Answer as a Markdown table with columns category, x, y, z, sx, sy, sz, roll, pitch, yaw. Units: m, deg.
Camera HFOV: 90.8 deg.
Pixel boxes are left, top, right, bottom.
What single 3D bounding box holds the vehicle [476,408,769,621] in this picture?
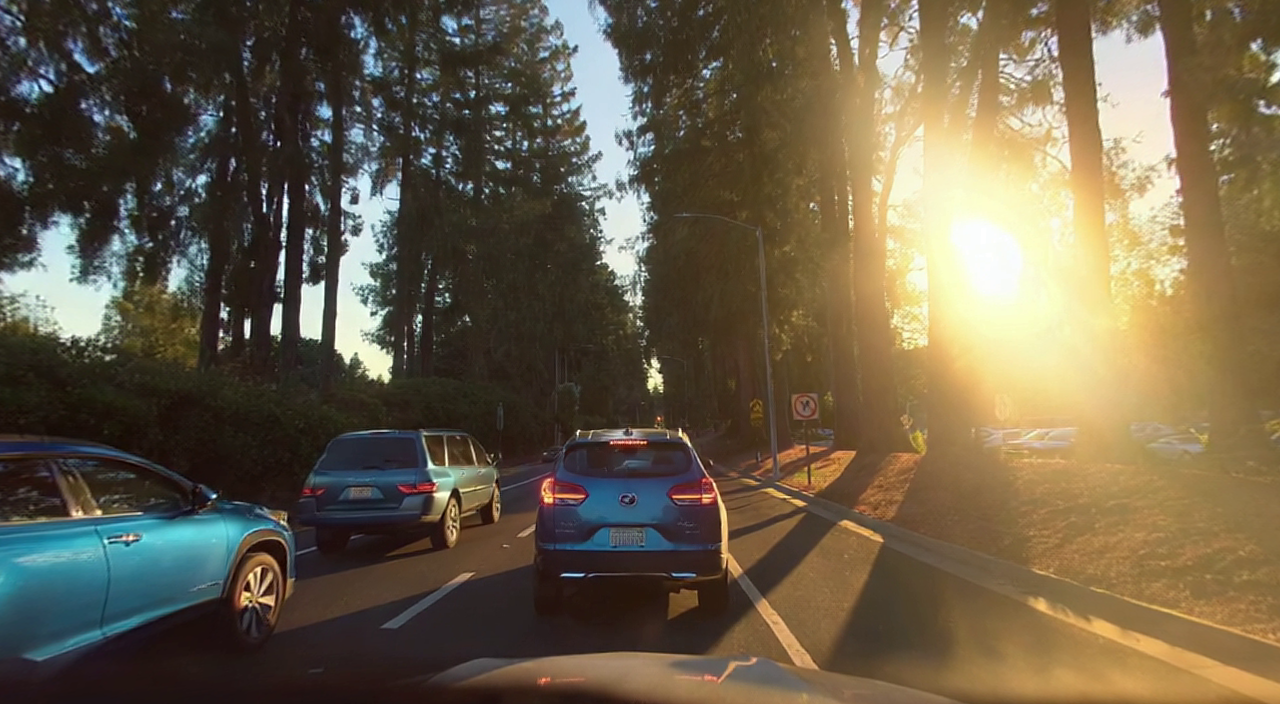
| category | x | y | z | sx | sy | sz | roll | pitch | yaw |
| --- | --- | --- | --- | --- | --- | --- | --- | --- | --- |
| vehicle | -0.034 | 1.523 | 6.833 | 2.229 | 1.591 | 3.897 | -1 | -8 | 3 |

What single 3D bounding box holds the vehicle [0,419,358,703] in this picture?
| category | x | y | z | sx | sy | sz | roll | pitch | yaw |
| --- | --- | --- | --- | --- | --- | --- | --- | --- | --- |
| vehicle | -3.658 | 1.163 | 3.623 | 1.922 | 1.464 | 4.424 | 0 | -8 | 2 |

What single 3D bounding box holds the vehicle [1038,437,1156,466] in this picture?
| category | x | y | z | sx | sy | sz | roll | pitch | yaw |
| --- | --- | --- | --- | --- | --- | --- | --- | --- | --- |
| vehicle | 28.485 | 6.190 | 39.483 | 5.955 | 1.702 | 2.166 | 1 | -8 | -6 |

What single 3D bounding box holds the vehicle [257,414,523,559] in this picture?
| category | x | y | z | sx | sy | sz | roll | pitch | yaw |
| --- | --- | --- | --- | --- | --- | --- | --- | --- | --- |
| vehicle | -3.476 | 1.972 | 10.049 | 2.188 | 1.745 | 4.618 | 0 | -8 | 2 |
